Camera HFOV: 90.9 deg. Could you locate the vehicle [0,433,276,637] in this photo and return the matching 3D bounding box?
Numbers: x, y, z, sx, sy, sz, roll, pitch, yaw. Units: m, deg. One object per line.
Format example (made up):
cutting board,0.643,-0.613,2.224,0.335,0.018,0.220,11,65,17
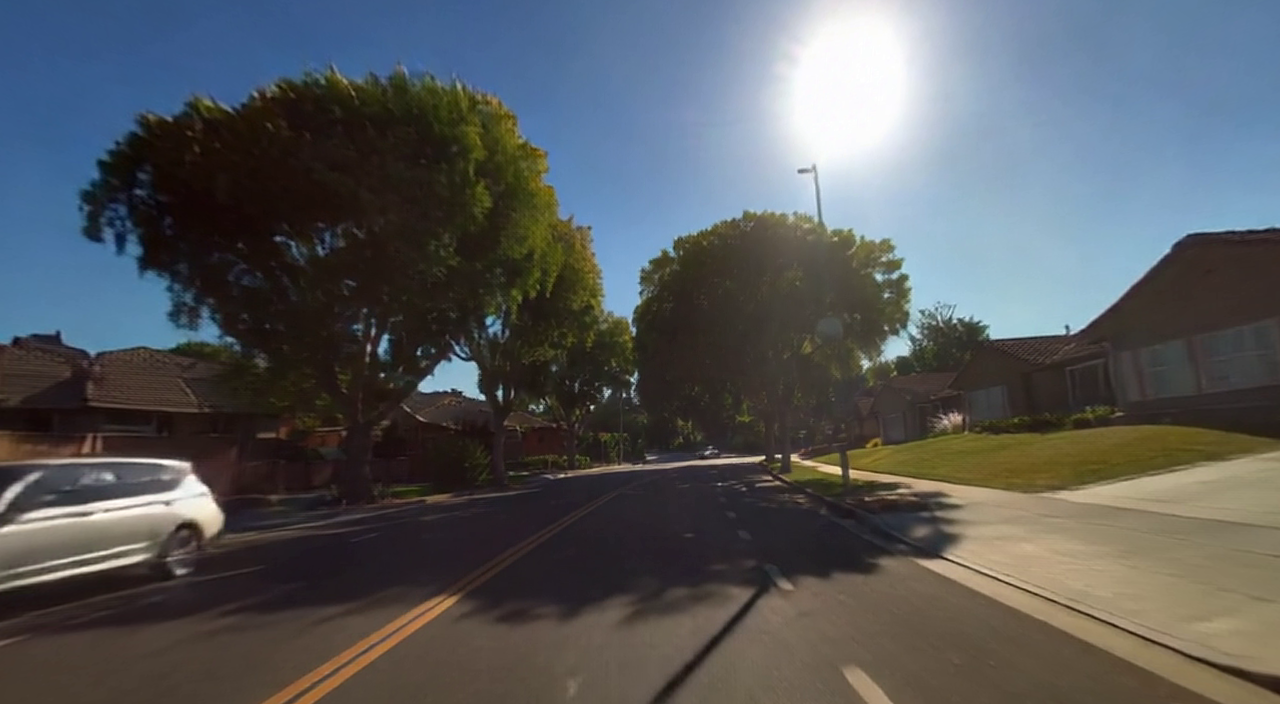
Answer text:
vehicle,-6.112,1.655,6.219,2.002,1.601,5.012,-2,-7,1
